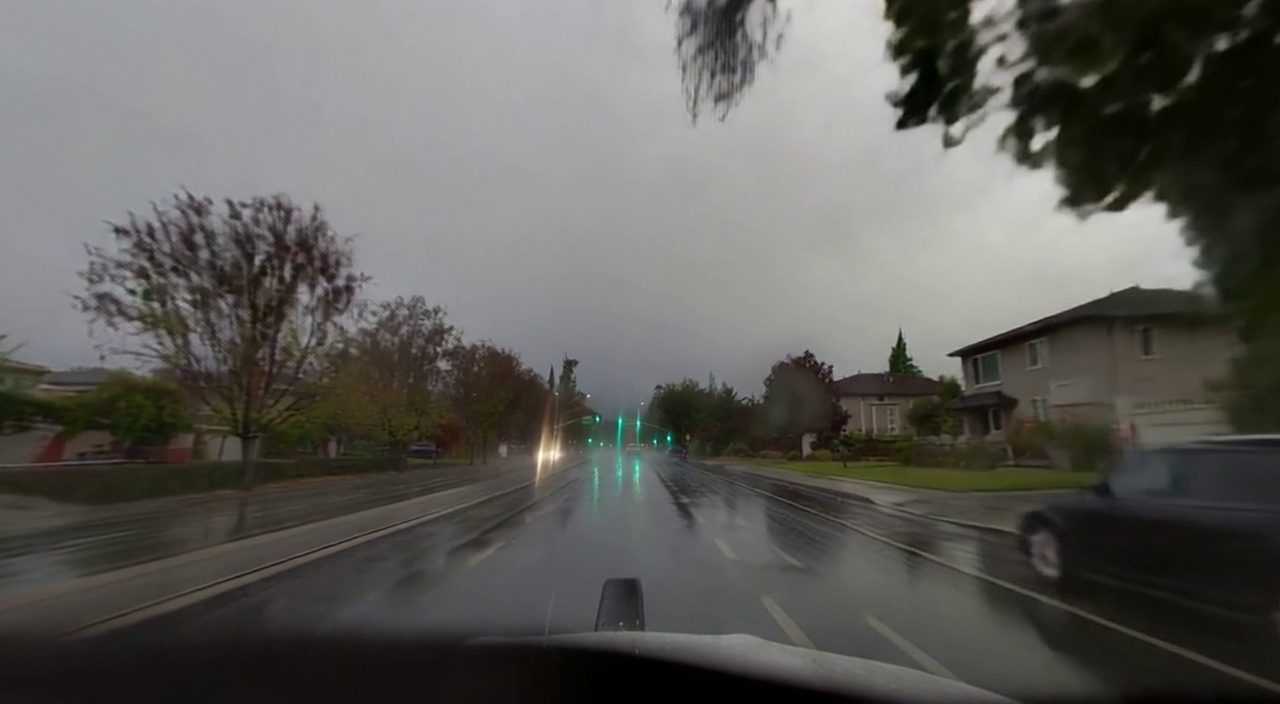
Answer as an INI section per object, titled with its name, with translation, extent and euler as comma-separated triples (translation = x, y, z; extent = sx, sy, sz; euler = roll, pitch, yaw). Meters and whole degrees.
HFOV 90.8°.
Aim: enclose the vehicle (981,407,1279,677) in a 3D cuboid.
[vehicle]
translation = 4.884, 1.297, 4.768
extent = 1.967, 1.631, 4.692
euler = 0, -9, 0
